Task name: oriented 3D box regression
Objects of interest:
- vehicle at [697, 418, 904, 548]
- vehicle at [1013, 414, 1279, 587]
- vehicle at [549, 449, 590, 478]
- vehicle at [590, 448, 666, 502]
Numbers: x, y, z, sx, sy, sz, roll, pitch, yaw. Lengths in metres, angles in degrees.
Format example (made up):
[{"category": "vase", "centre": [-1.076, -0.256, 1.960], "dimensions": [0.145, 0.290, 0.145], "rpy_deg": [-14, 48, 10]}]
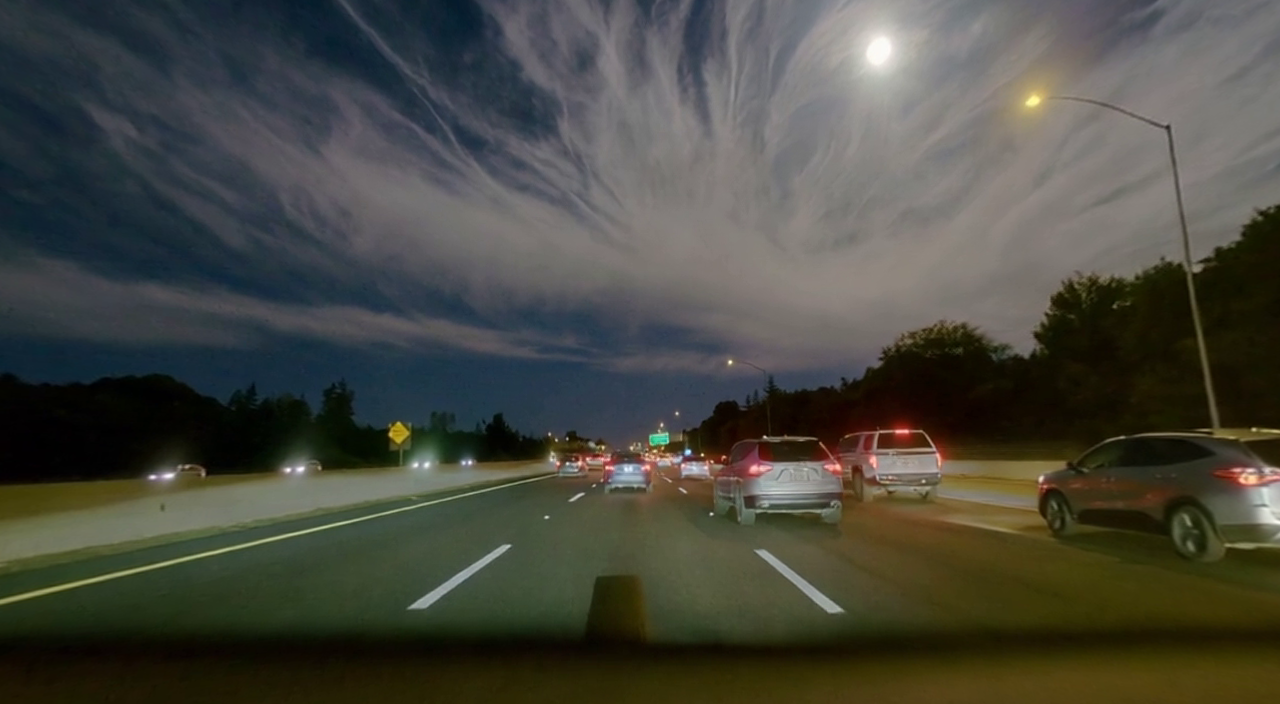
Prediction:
[{"category": "vehicle", "centre": [2.368, 2.092, 10.594], "dimensions": [2.230, 1.740, 3.976], "rpy_deg": [1, -9, -3]}, {"category": "vehicle", "centre": [7.150, 1.746, 8.059], "dimensions": [1.972, 1.647, 4.429], "rpy_deg": [0, -9, 0]}, {"category": "vehicle", "centre": [-4.177, 6.633, 37.697], "dimensions": [1.889, 1.600, 4.043], "rpy_deg": [0, -9, 1]}, {"category": "vehicle", "centre": [-0.314, 3.792, 19.866], "dimensions": [2.157, 1.495, 4.038], "rpy_deg": [0, -9, 1]}]
